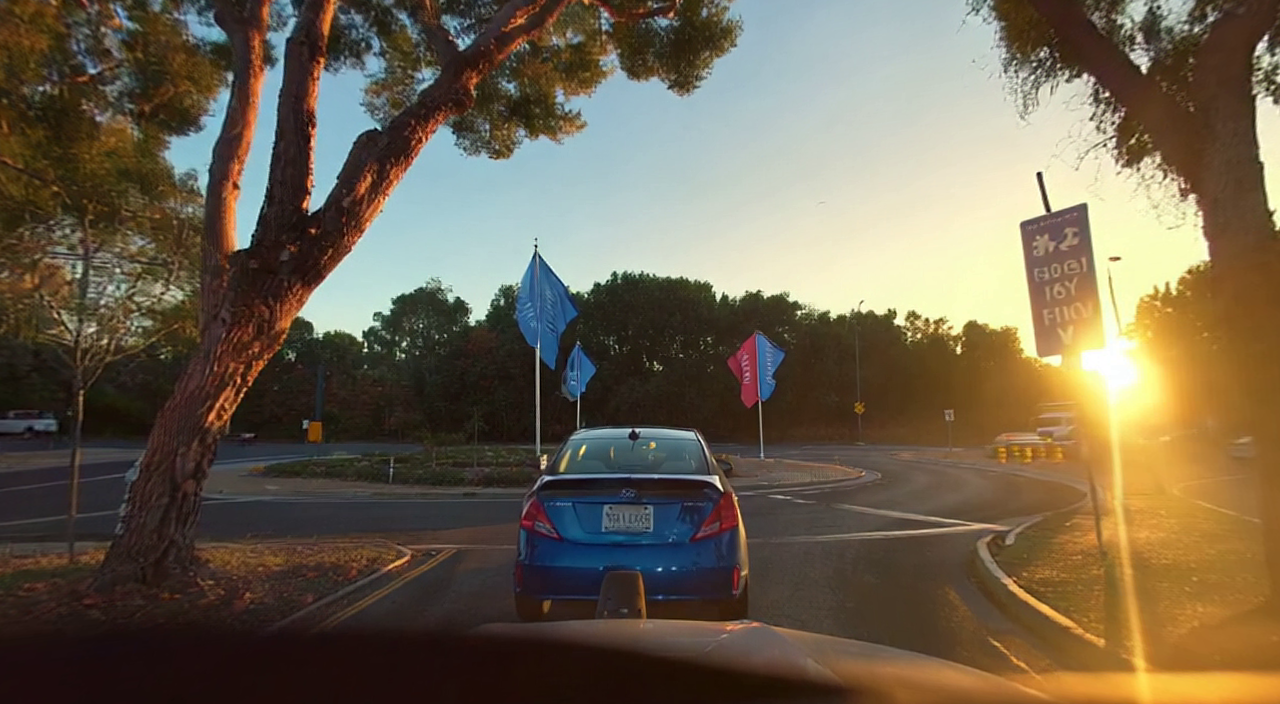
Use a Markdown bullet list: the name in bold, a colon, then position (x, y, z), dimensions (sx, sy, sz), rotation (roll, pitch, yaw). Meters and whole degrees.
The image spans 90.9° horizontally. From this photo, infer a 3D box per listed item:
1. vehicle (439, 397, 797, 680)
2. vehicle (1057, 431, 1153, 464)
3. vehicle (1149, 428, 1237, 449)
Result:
- **vehicle**: position (-0.017, 1.396, 5.741), dimensions (2.078, 1.607, 4.010), rotation (-1, -9, 4)
- **vehicle**: position (25.058, 5.154, 33.949), dimensions (4.485, 1.691, 2.132), rotation (4, -10, -25)
- **vehicle**: position (42.066, 6.584, 48.034), dimensions (4.652, 1.498, 1.783), rotation (-2, -9, 11)
